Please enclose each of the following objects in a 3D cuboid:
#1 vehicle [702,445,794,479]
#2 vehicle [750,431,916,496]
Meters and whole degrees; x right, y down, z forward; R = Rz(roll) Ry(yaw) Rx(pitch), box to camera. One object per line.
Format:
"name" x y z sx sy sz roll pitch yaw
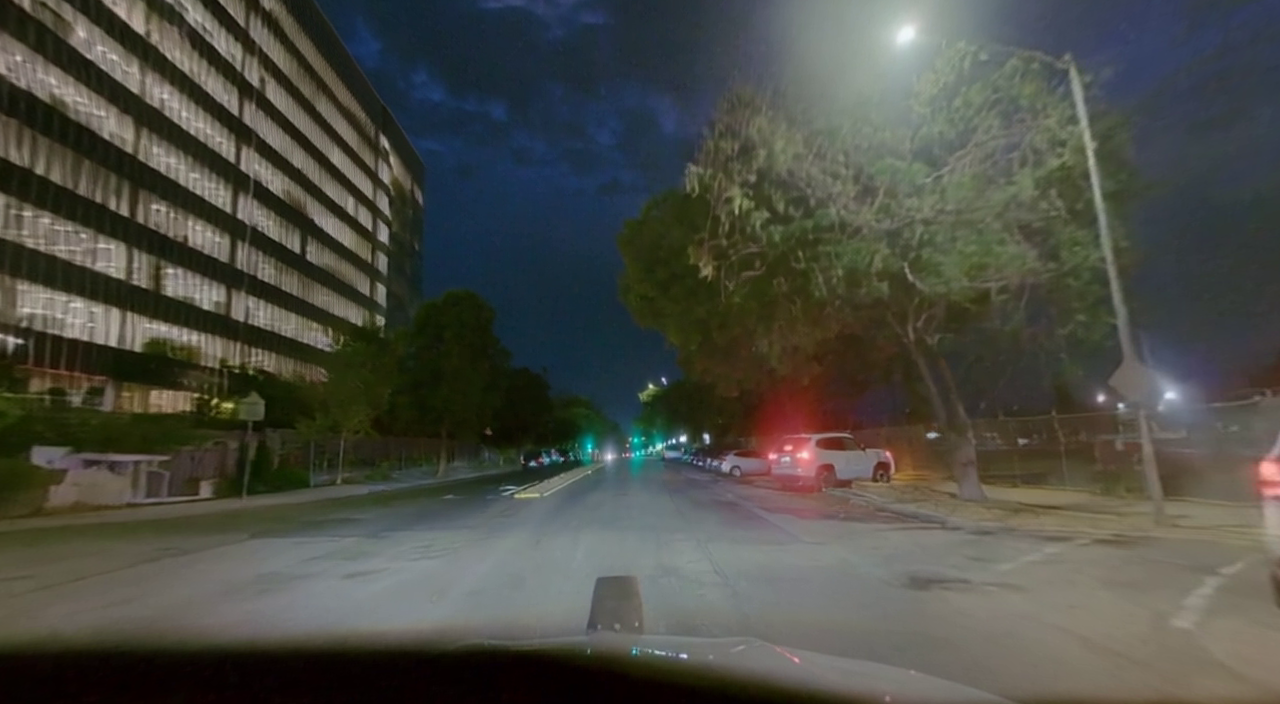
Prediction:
"vehicle" 5.054 5.098 29.481 3.752 1.494 2.083 6 -10 -30
"vehicle" 6.435 3.614 20.993 5.061 1.829 2.274 3 -9 -29
